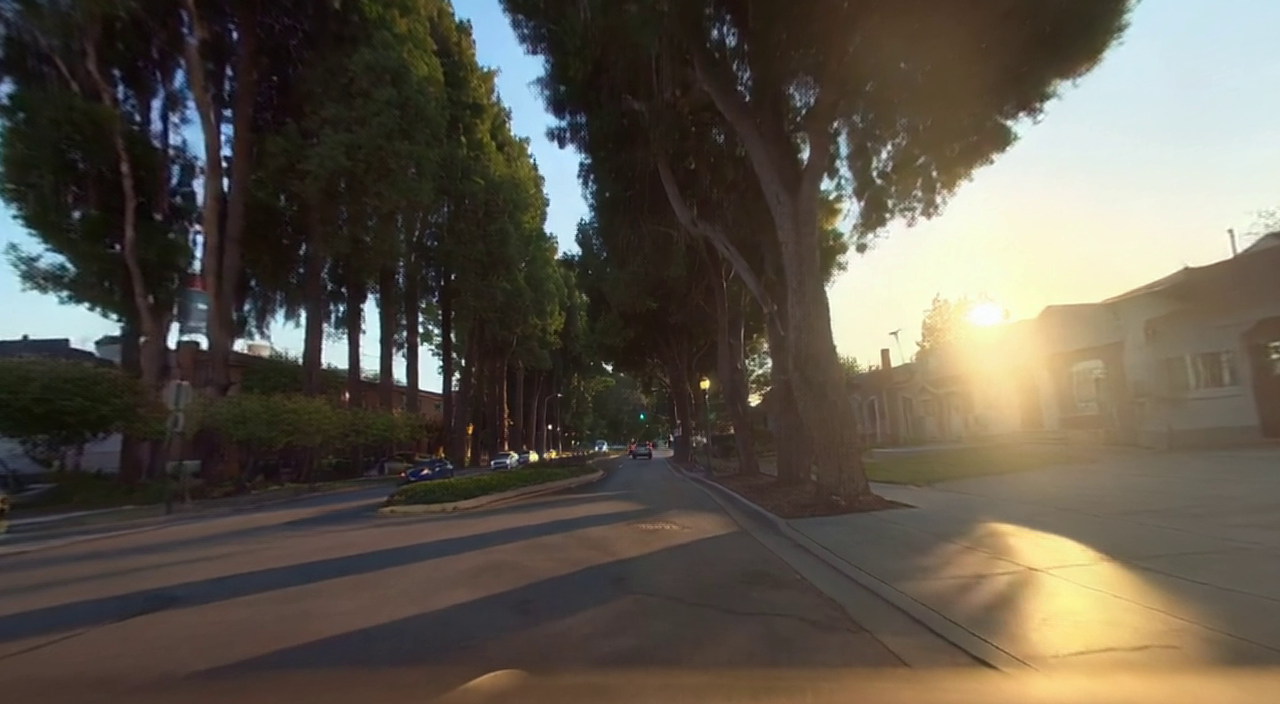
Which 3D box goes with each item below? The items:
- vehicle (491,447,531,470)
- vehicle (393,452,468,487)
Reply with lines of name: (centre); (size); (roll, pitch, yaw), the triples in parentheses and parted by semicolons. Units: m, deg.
vehicle: (-10.074, 8.313, 49.469); (1.995, 1.657, 4.609); (-1, -8, 3)
vehicle: (-9.881, 5.558, 30.176); (1.892, 1.484, 4.576); (0, -8, 2)
